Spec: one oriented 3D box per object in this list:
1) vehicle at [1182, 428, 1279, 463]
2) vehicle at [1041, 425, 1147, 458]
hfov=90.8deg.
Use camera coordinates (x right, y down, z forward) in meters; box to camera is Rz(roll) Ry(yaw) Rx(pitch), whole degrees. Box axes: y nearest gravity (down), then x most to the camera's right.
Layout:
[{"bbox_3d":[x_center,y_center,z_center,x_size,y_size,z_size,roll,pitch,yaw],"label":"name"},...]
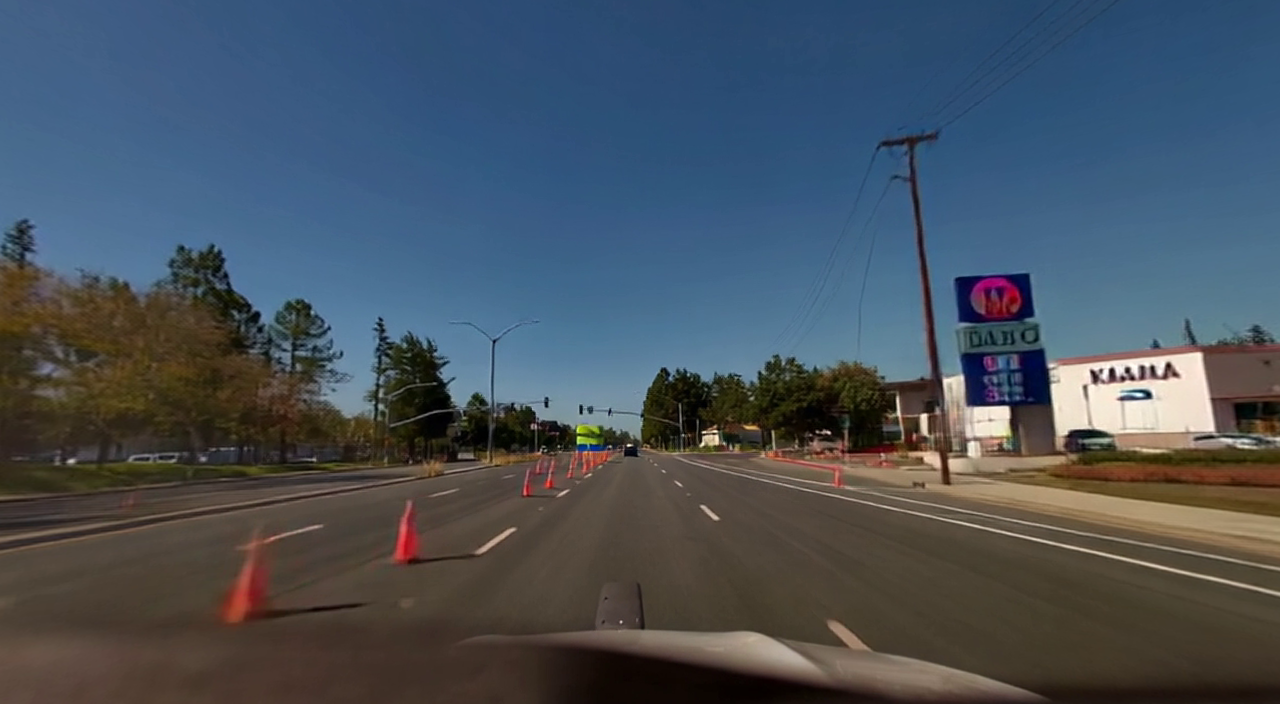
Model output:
[{"bbox_3d":[29.877,4.692,31.688,1.784,1.567,3.930,-2,-9,-1],"label":"vehicle"},{"bbox_3d":[20.828,4.123,29.074,3.526,1.430,1.698,0,-9,1],"label":"vehicle"}]
